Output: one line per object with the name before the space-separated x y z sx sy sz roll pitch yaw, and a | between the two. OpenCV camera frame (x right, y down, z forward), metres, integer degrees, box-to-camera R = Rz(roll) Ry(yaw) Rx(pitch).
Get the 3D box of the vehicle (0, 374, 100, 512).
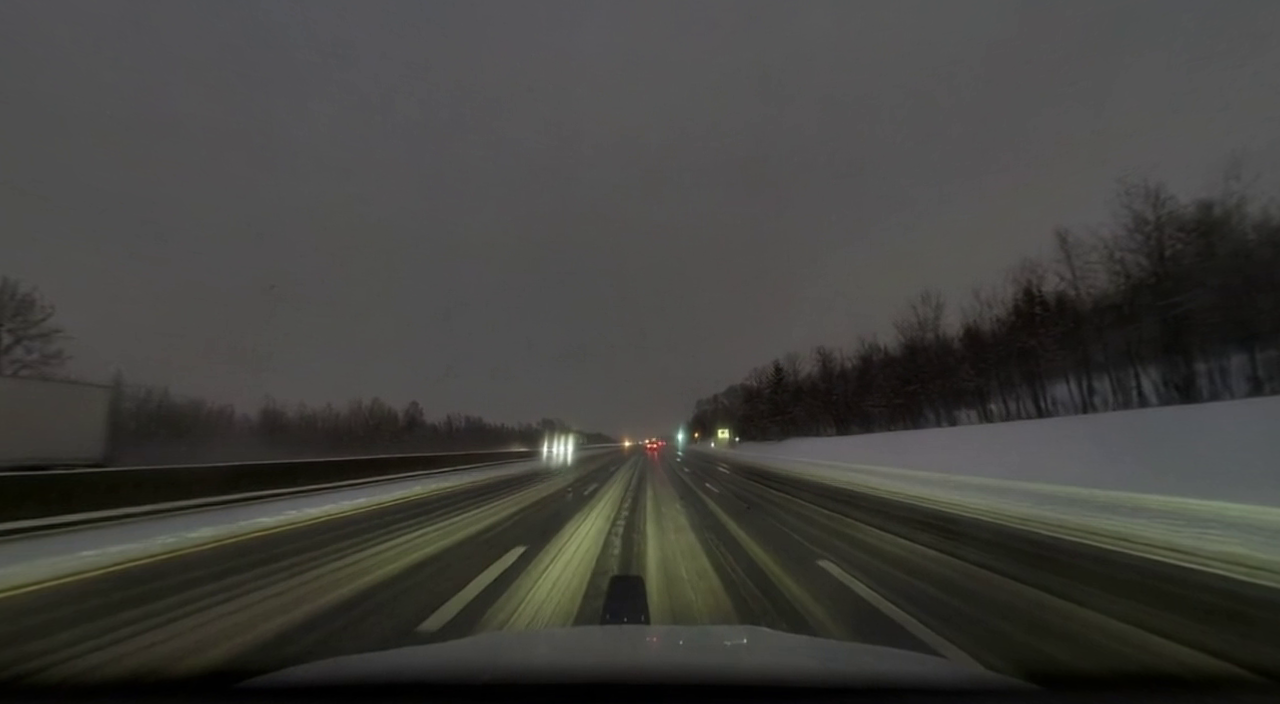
vehicle | -20.317 2.540 17.542 2.872 4.021 8.230 0 -8 1
